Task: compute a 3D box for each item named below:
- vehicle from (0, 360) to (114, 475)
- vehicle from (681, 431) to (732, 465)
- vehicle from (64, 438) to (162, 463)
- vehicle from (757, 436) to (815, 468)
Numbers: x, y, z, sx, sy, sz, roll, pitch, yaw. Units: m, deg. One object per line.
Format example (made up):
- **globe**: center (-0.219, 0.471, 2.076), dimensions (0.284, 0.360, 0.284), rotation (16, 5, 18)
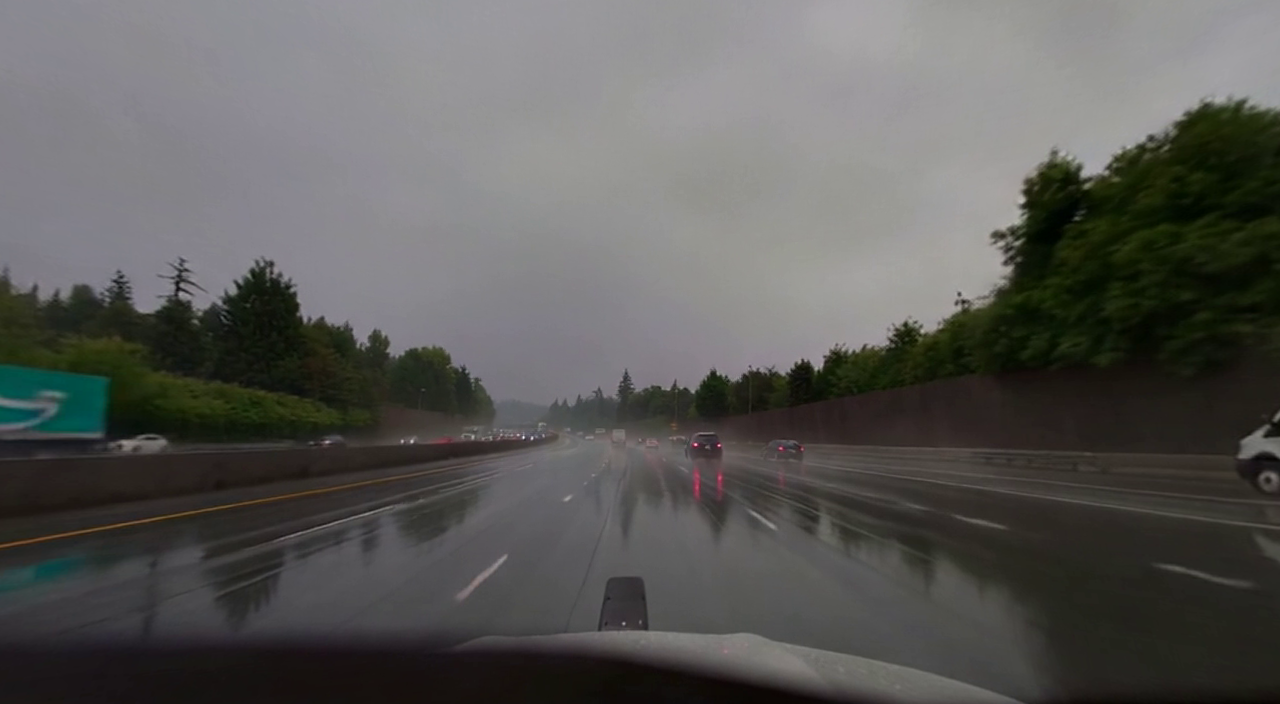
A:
- **vehicle**: center (-25.059, 1.897, 19.755), dimensions (2.972, 4.191, 16.717), rotation (0, -8, 0)
- **vehicle**: center (3.549, 5.245, 34.494), dimensions (2.141, 1.732, 4.279), rotation (0, -8, -3)
- **vehicle**: center (-32.907, 6.150, 39.561), dimensions (1.859, 1.457, 4.724), rotation (-1, -8, 4)
- **vehicle**: center (7.387, 5.100, 32.299), dimensions (1.798, 1.473, 4.077), rotation (0, -8, -2)
